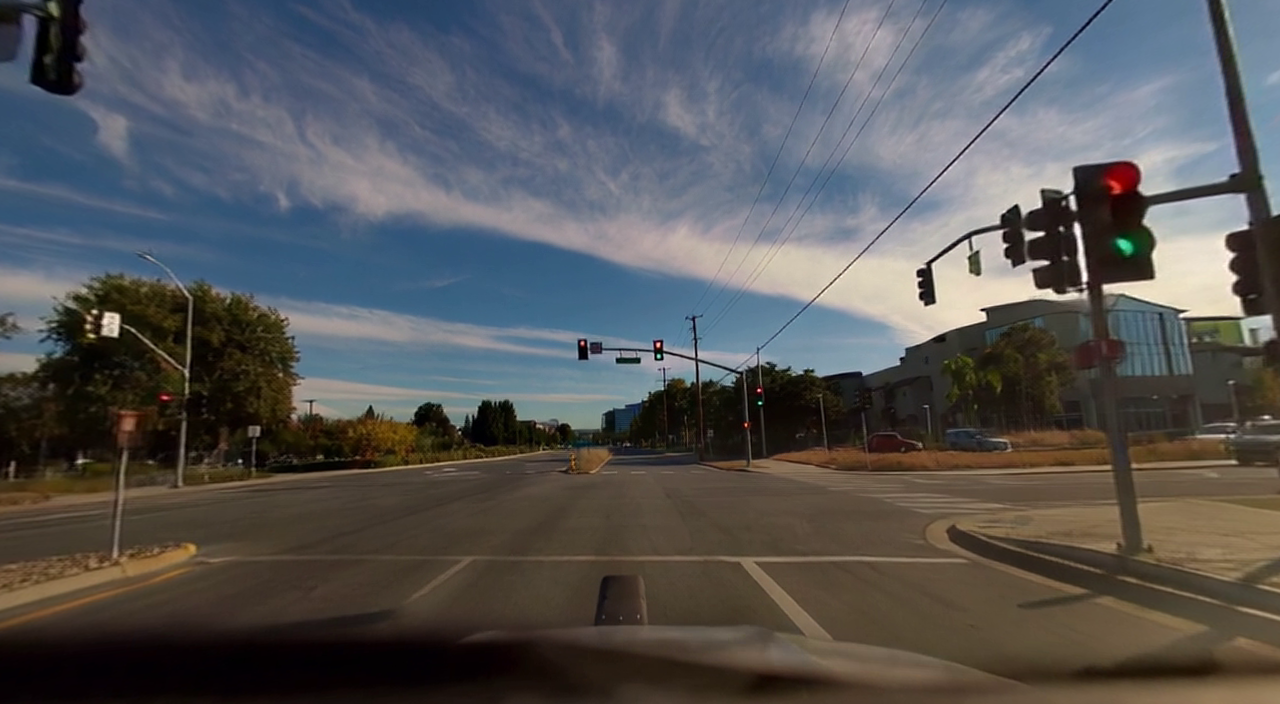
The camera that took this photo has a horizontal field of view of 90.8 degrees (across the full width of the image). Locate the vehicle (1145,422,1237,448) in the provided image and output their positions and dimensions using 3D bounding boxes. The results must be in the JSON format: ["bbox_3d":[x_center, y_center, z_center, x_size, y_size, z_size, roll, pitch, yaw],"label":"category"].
[{"bbox_3d":[34.118,5.189,39.283,1.832,1.521,4.266,0,-9,0],"label":"vehicle"}]

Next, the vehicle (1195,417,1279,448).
[{"bbox_3d":[37.115,4.955,38.693,1.916,1.619,4.524,-4,-9,-3],"label":"vehicle"}]

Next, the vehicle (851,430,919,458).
[{"bbox_3d":[14.977,5.697,38.911,1.959,1.471,4.570,-4,-8,-4],"label":"vehicle"}]
